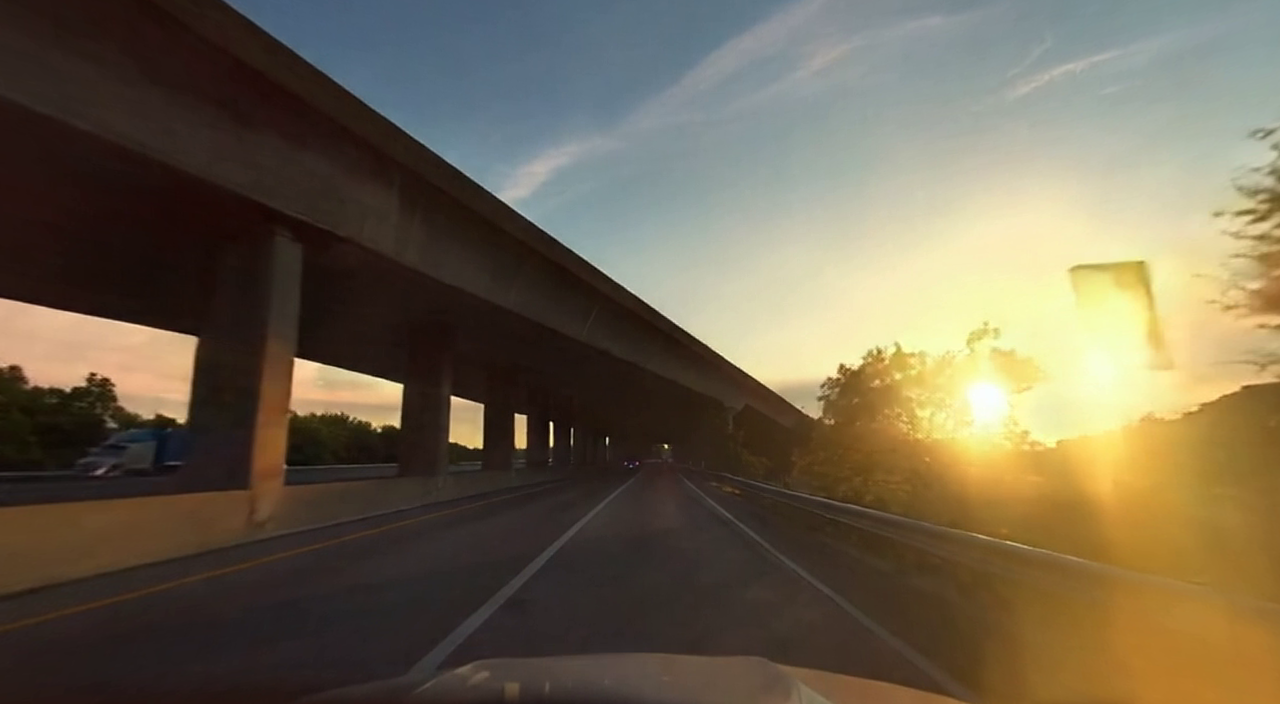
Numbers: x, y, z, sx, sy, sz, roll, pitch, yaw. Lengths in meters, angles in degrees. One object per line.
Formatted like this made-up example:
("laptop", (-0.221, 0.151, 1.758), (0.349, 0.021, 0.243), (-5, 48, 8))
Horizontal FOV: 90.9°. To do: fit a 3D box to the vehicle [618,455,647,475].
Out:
("vehicle", (-0.547, 8.756, 48.923), (1.940, 1.444, 4.024), (-1, -9, 3))
